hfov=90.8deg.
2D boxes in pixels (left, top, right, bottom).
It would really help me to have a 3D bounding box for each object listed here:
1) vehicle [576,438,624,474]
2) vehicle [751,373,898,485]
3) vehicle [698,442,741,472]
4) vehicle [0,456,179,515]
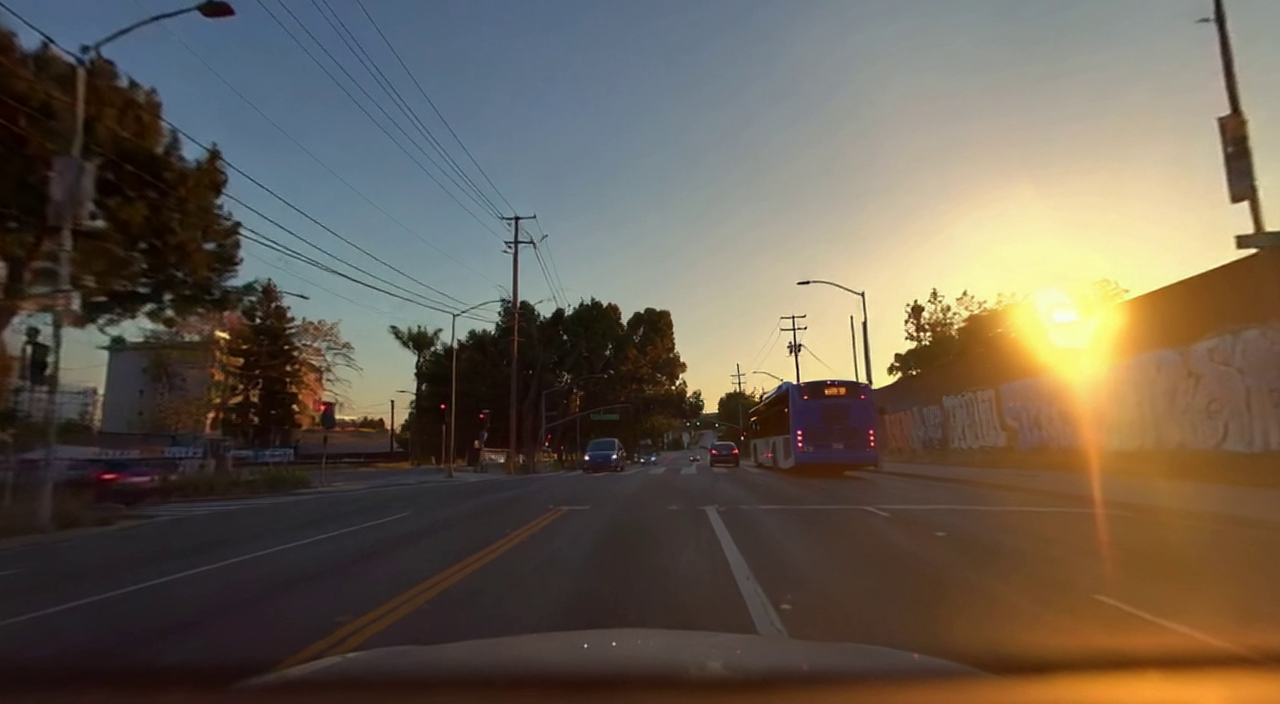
[{"bbox_3d":[-2.082,5.610,34.180,2.015,1.818,4.061,-1,-9,5],"label":"vehicle"},{"bbox_3d":[6.831,3.314,25.970,3.045,3.447,12.604,-1,-9,4],"label":"vehicle"},{"bbox_3d":[4.269,5.677,34.342,1.961,1.470,4.196,-1,-8,3],"label":"vehicle"},{"bbox_3d":[-16.385,3.825,18.281,4.420,1.544,2.018,0,-9,-2],"label":"vehicle"}]
